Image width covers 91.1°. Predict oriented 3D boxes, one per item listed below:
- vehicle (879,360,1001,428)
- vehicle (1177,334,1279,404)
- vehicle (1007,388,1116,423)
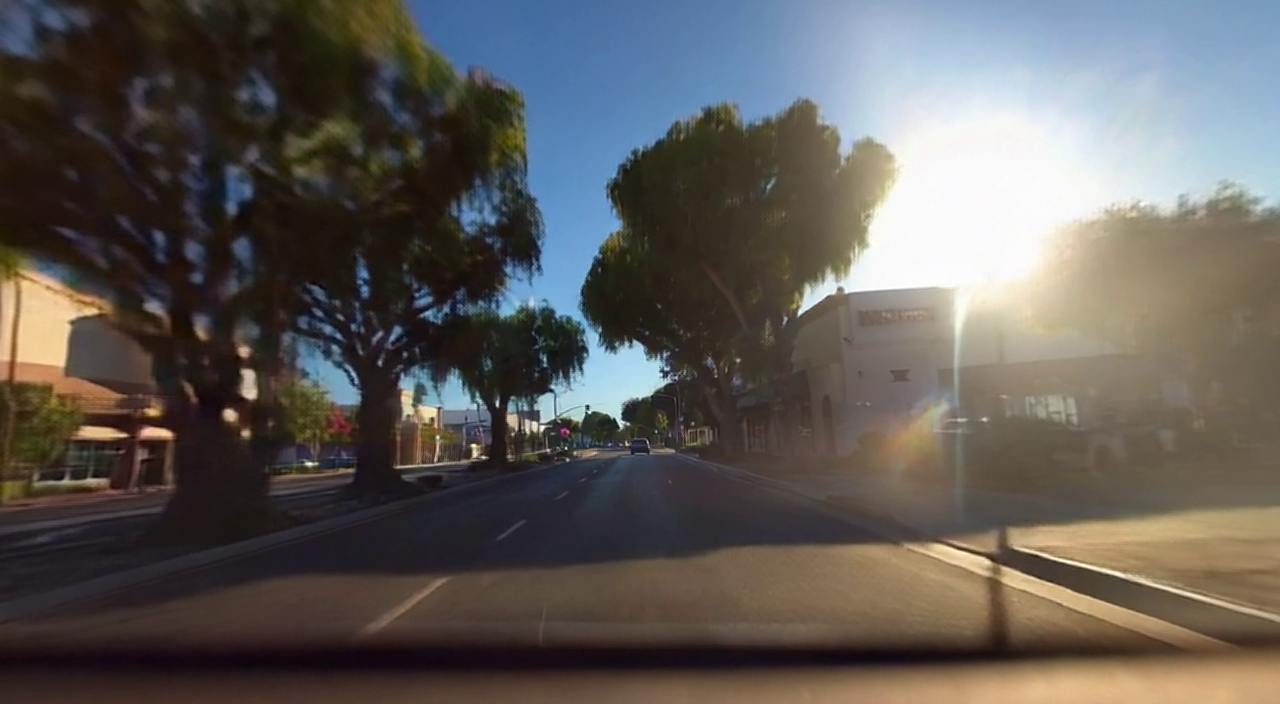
[{"bbox_3d":[11.367,1.710,23.625,5.186,2.000,2.226,10,-12,-41],"label":"vehicle"},{"bbox_3d":[22.122,0.457,21.544,5.257,1.921,2.104,-14,-16,42],"label":"vehicle"},{"bbox_3d":[23.354,3.019,34.977,4.630,1.473,1.702,-6,-13,17],"label":"vehicle"}]
